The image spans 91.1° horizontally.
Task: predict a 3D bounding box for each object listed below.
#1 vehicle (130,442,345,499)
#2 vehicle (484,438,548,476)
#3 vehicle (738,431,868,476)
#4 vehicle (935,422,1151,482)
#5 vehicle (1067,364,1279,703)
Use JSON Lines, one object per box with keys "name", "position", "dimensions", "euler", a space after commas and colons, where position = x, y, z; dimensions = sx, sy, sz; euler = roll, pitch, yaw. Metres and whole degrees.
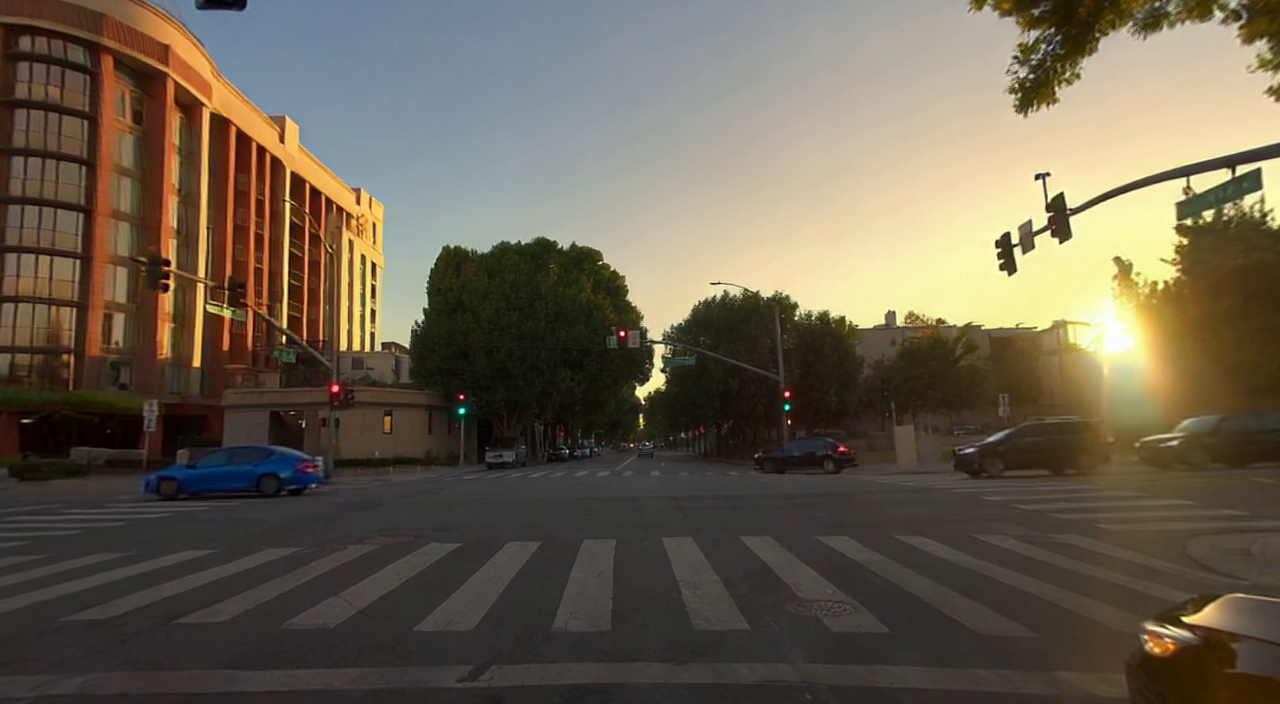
{"name": "vehicle", "position": [-10.959, 3.231, 17.362], "dimensions": [4.613, 1.443, 1.883], "euler": [0, -8, -1]}
{"name": "vehicle", "position": [-5.951, 5.087, 30.661], "dimensions": [2.115, 1.690, 4.322], "euler": [0, -8, 1]}
{"name": "vehicle", "position": [6.461, 4.031, 25.189], "dimensions": [4.551, 1.625, 2.053], "euler": [-7, -11, 40]}
{"name": "vehicle", "position": [10.610, 2.653, 16.783], "dimensions": [4.464, 1.472, 1.867], "euler": [0, -8, 0]}
{"name": "vehicle", "position": [2.884, 0.675, 0.836], "dimensions": [1.947, 1.576, 3.825], "euler": [0, -8, 1]}
